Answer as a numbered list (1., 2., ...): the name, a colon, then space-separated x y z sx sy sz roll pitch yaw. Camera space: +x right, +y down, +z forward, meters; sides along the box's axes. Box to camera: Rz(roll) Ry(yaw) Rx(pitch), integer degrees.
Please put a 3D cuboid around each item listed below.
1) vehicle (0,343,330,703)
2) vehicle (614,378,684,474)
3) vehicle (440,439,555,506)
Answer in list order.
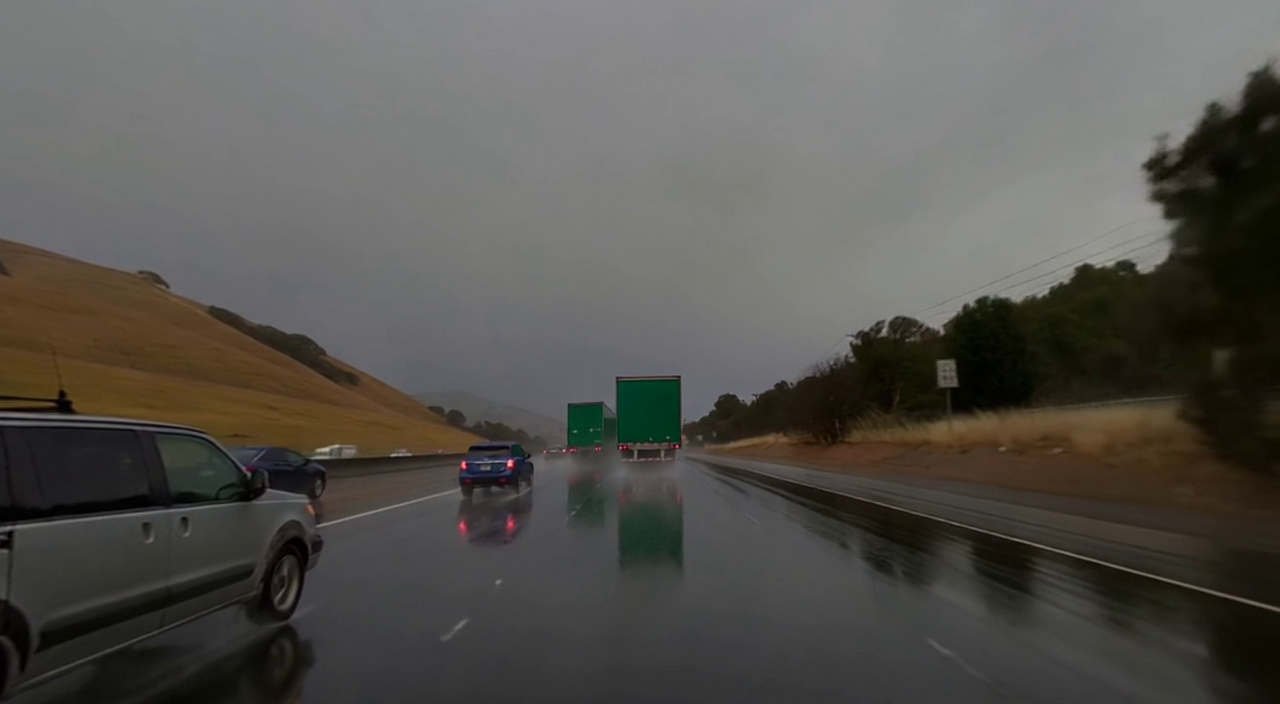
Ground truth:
1. vehicle: -3.813 0.918 3.030 2.136 1.779 4.875 -1 -8 1
2. vehicle: 0.523 3.869 32.086 2.913 3.988 10.874 -1 -8 1
3. vehicle: -3.451 2.975 16.174 1.950 1.446 4.224 -1 -8 0
